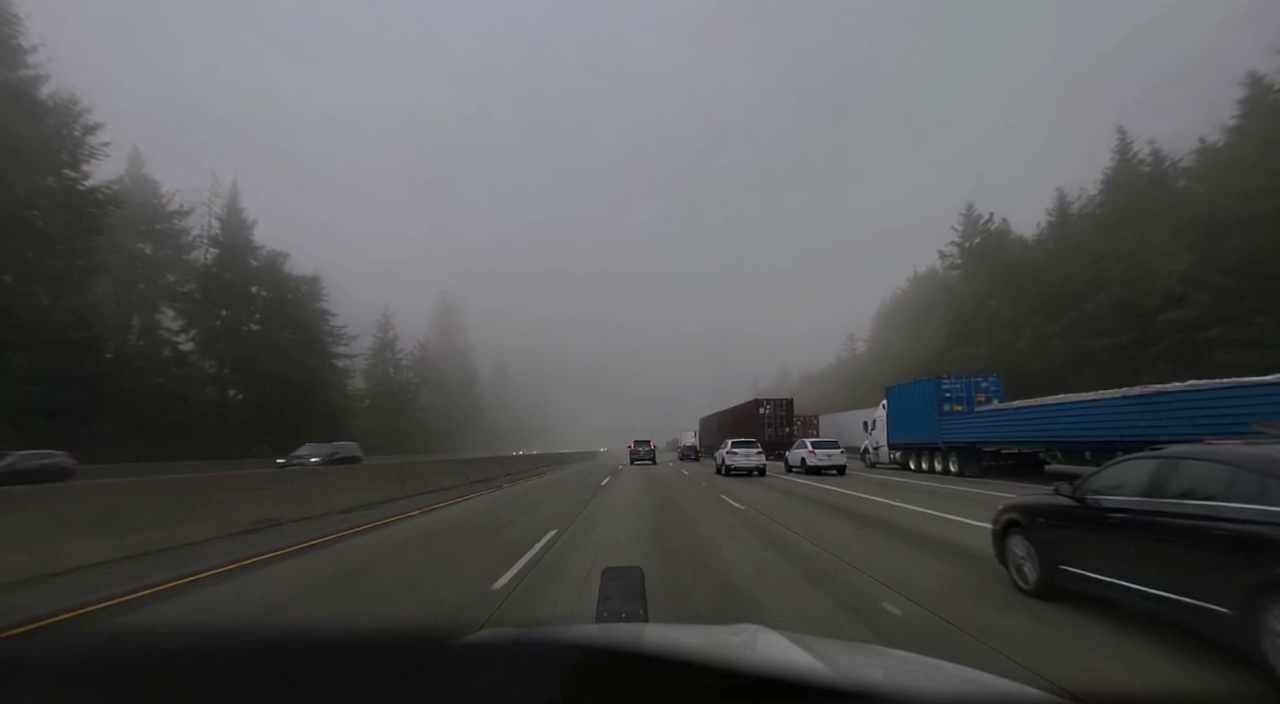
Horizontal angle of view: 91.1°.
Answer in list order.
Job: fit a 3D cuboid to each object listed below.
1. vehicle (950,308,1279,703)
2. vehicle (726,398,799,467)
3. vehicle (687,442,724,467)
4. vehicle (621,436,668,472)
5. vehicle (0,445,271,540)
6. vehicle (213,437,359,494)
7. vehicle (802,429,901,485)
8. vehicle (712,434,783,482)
[{"bbox_3d":[3.822,0.815,3.104,2.091,1.878,4.920,0,-8,1],"label":"vehicle"},{"bbox_3d":[7.838,5.401,41.462,2.784,4.002,9.298,0,-8,-1],"label":"vehicle"},{"bbox_3d":[4.078,6.459,39.823,1.888,1.501,4.608,0,-8,0],"label":"vehicle"},{"bbox_3d":[0.196,5.333,32.935,2.313,1.736,4.215,0,-8,-1],"label":"vehicle"},{"bbox_3d":[-9.549,2.578,12.256,1.941,1.486,4.360,0,-8,1],"label":"vehicle"},{"bbox_3d":[-13.440,4.310,24.411,2.249,1.925,5.566,0,-8,2],"label":"vehicle"},{"bbox_3d":[7.630,3.828,23.228,1.985,1.835,4.681,0,-8,-1],"label":"vehicle"},{"bbox_3d":[4.077,4.070,24.411,1.972,1.693,4.139,0,-8,-1],"label":"vehicle"}]
